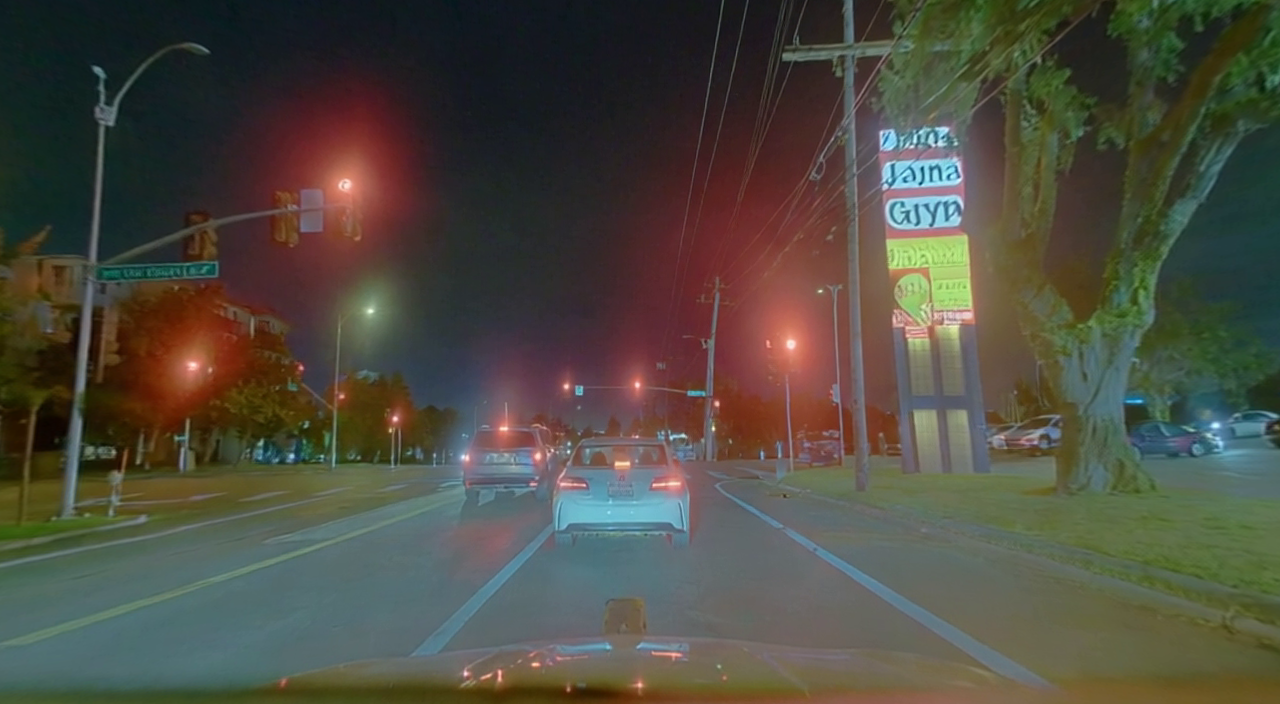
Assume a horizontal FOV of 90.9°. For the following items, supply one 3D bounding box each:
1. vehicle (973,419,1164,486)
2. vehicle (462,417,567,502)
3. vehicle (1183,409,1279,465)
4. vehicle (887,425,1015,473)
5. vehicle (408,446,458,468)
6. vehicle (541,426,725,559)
[{"bbox_3d":[10.548,2.518,16.022,1.888,1.455,4.268,0,-8,1],"label":"vehicle"},{"bbox_3d":[-3.060,2.721,16.354,2.106,1.852,4.512,0,-8,-4],"label":"vehicle"},{"bbox_3d":[18.717,2.571,19.022,4.446,1.511,1.977,4,-10,-29],"label":"vehicle"},{"bbox_3d":[10.642,3.362,22.039,1.842,1.471,4.481,1,-8,-6],"label":"vehicle"},{"bbox_3d":[-15.563,7.835,47.213,2.111,1.511,4.641,6,-10,-37],"label":"vehicle"},{"bbox_3d":[-0.146,1.900,9.295,2.070,1.481,4.216,0,-8,-2],"label":"vehicle"}]
